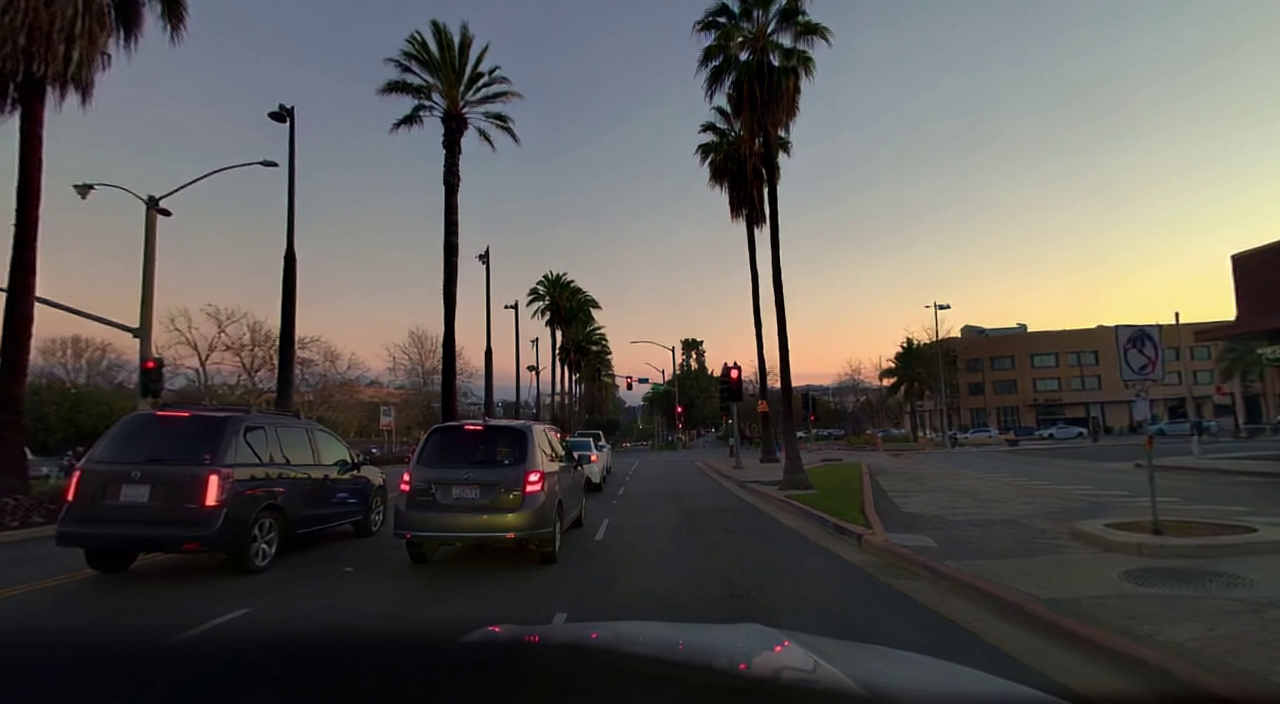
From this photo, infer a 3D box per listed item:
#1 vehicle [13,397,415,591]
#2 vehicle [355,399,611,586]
[{"bbox_3d":[-5.024,1.744,8.619,2.025,1.862,4.804,0,-9,1],"label":"vehicle"},{"bbox_3d":[-1.582,1.657,8.215,2.153,1.759,4.320,0,-9,1],"label":"vehicle"}]
